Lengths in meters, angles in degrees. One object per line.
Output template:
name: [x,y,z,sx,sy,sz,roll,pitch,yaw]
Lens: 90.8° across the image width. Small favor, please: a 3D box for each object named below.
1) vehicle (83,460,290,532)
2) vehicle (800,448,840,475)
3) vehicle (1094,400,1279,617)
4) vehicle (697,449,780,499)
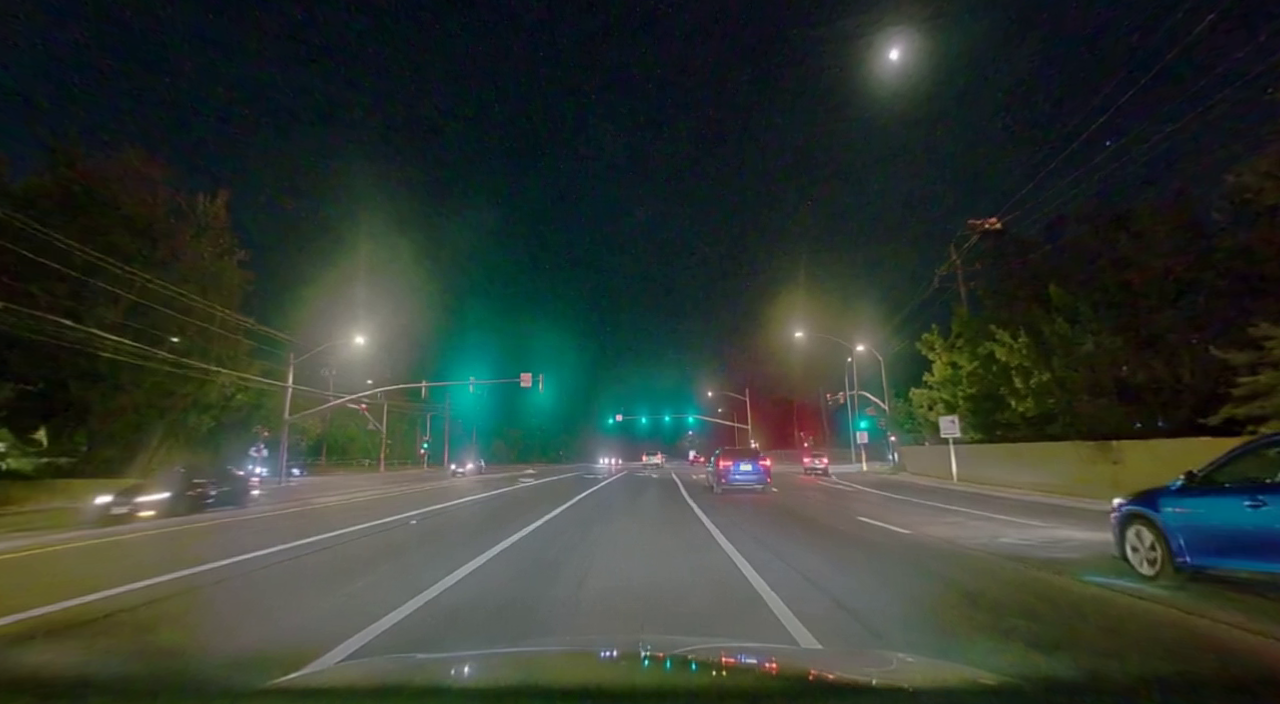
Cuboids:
vehicle: [-11.373,3.597,16.381,1.916,1.486,4.563,0,-8,1]
vehicle: [12.601,7.684,44.479,1.949,1.758,4.215,-1,-9,6]
vehicle: [6.352,1.286,5.144,2.029,1.795,4.371,0,-9,0]
vehicle: [3.161,4.010,21.178,2.035,1.460,4.392,0,-8,0]
